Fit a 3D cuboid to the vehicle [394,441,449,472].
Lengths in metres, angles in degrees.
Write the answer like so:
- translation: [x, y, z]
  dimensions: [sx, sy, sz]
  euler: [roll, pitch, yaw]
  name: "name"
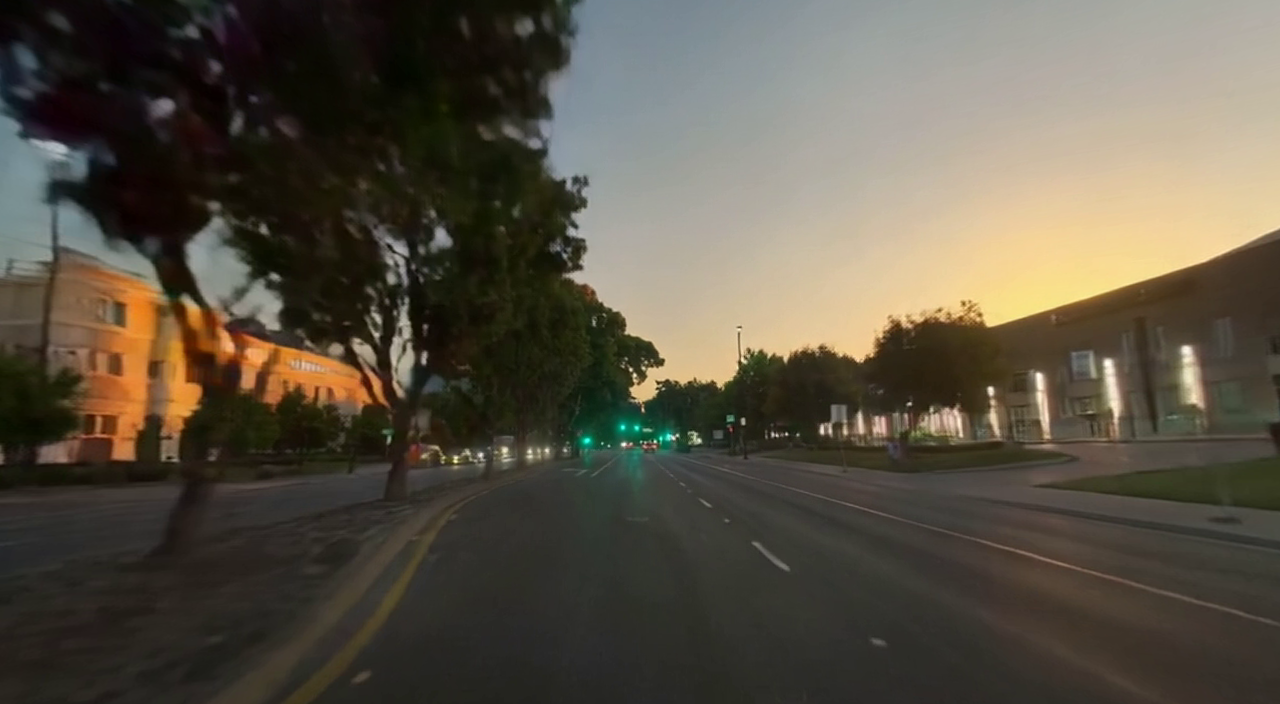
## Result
- translation: [-16.008, 7.721, 46.638]
  dimensions: [2.246, 2.081, 5.416]
  euler: [-1, -9, -1]
  name: "vehicle"
